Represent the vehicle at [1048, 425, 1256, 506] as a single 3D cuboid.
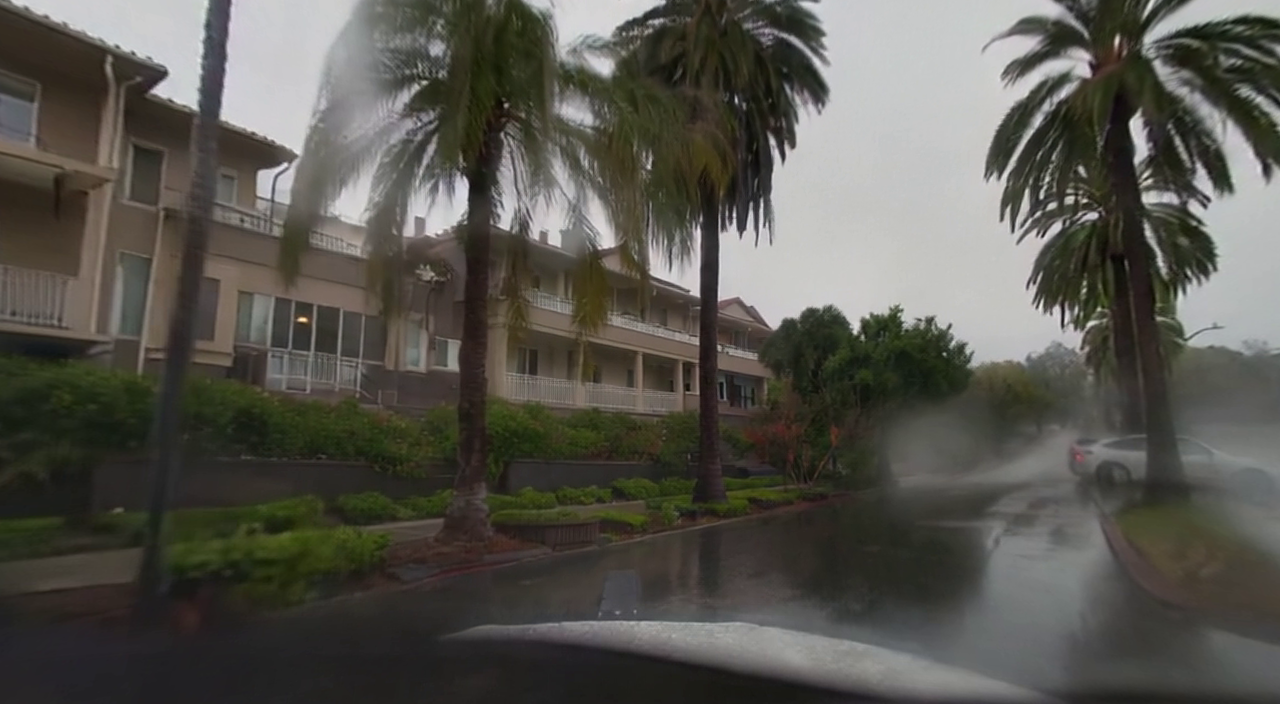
[{"bbox_3d":[19.389,4.228,24.409,5.872,2.468,2.864,-1,-8,36],"label":"vehicle"}]
